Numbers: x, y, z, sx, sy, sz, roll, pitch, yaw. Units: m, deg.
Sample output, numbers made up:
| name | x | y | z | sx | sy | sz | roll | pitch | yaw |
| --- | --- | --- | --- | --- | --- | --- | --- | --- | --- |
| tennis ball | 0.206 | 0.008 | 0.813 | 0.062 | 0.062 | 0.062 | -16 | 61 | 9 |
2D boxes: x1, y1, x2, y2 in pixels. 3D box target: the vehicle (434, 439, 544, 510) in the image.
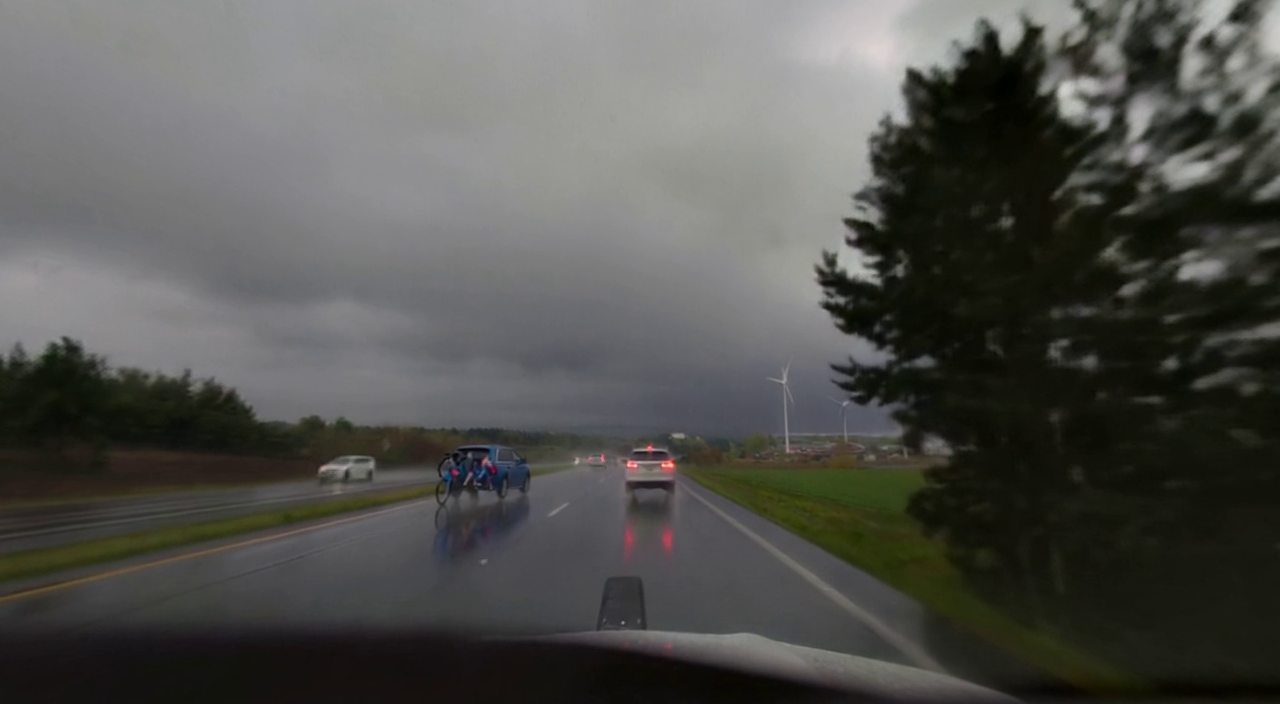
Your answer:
| name | x | y | z | sx | sy | sz | roll | pitch | yaw |
| --- | --- | --- | --- | --- | --- | --- | --- | --- | --- |
| vehicle | -3.927 | 3.259 | 17.154 | 1.962 | 1.681 | 4.033 | 0 | -9 | 1 |

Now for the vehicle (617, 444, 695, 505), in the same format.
| name | x | y | z | sx | sy | sz | roll | pitch | yaw |
| --- | --- | --- | --- | --- | --- | --- | --- | --- | --- |
| vehicle | 0.407 | 3.576 | 18.791 | 2.063 | 1.582 | 3.955 | 0 | -9 | -1 |
